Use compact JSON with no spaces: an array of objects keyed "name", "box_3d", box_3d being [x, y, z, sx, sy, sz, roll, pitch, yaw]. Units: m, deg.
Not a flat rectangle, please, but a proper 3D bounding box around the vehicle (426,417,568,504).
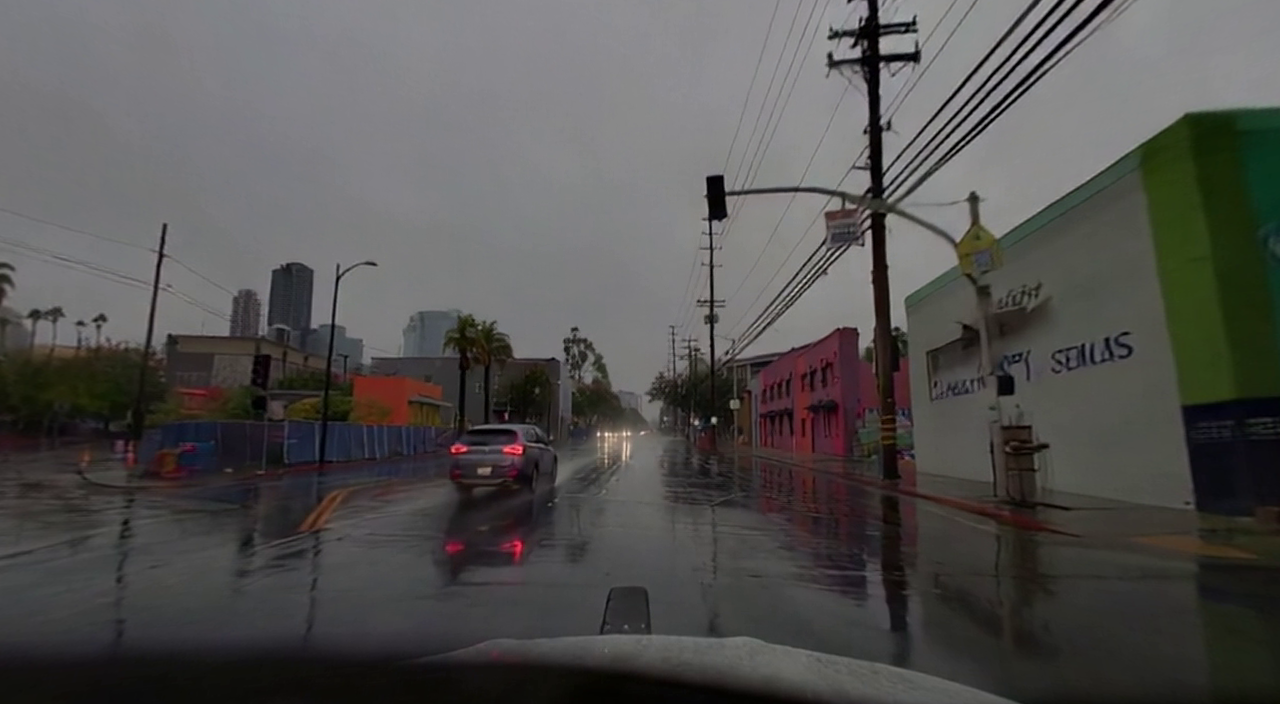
[{"name":"vehicle","box_3d":[-2.928,2.359,14.090,2.036,1.589,4.549,-1,-8,1]}]
